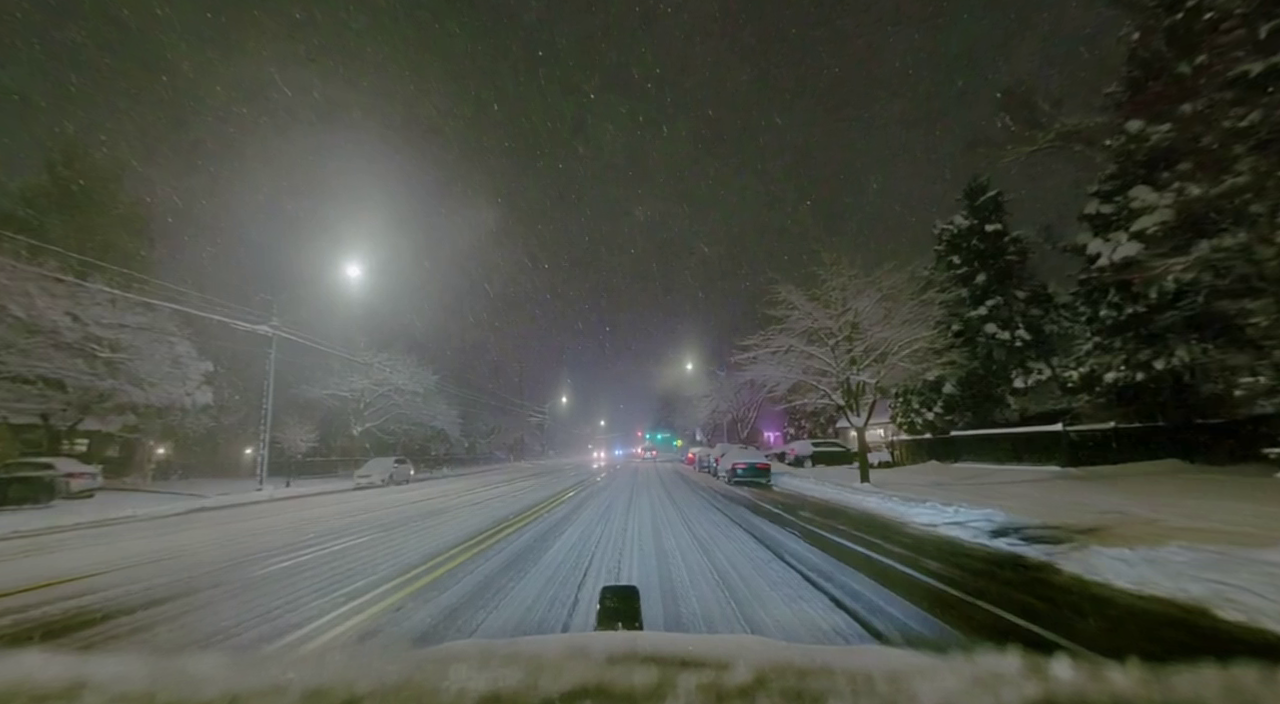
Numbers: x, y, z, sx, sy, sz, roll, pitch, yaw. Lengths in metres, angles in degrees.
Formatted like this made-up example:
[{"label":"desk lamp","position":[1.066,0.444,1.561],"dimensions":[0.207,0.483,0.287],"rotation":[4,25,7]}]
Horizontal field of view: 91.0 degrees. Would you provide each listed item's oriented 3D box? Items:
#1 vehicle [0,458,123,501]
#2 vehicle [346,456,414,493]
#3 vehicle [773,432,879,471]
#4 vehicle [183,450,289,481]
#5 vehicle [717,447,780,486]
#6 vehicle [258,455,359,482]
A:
[{"label":"vehicle","position":[-22.858,4.787,23.898],"dimensions":[4.640,1.490,2.052],"rotation":[0,-9,2]},{"label":"vehicle","position":[-12.742,5.989,31.107],"dimensions":[1.879,1.491,3.678],"rotation":[-3,-7,-1]},{"label":"vehicle","position":[11.073,5.926,37.713],"dimensions":[5.561,1.953,2.150],"rotation":[-3,-8,-1]},{"label":"vehicle","position":[-25.104,7.051,39.236],"dimensions":[5.153,1.806,2.136],"rotation":[0,-9,1]},{"label":"vehicle","position":[4.550,4.861,27.027],"dimensions":[1.918,1.510,4.323],"rotation":[0,-9,0]},{"label":"vehicle","position":[-19.461,6.872,37.114],"dimensions":[4.833,1.500,1.896],"rotation":[0,-9,-1]}]
